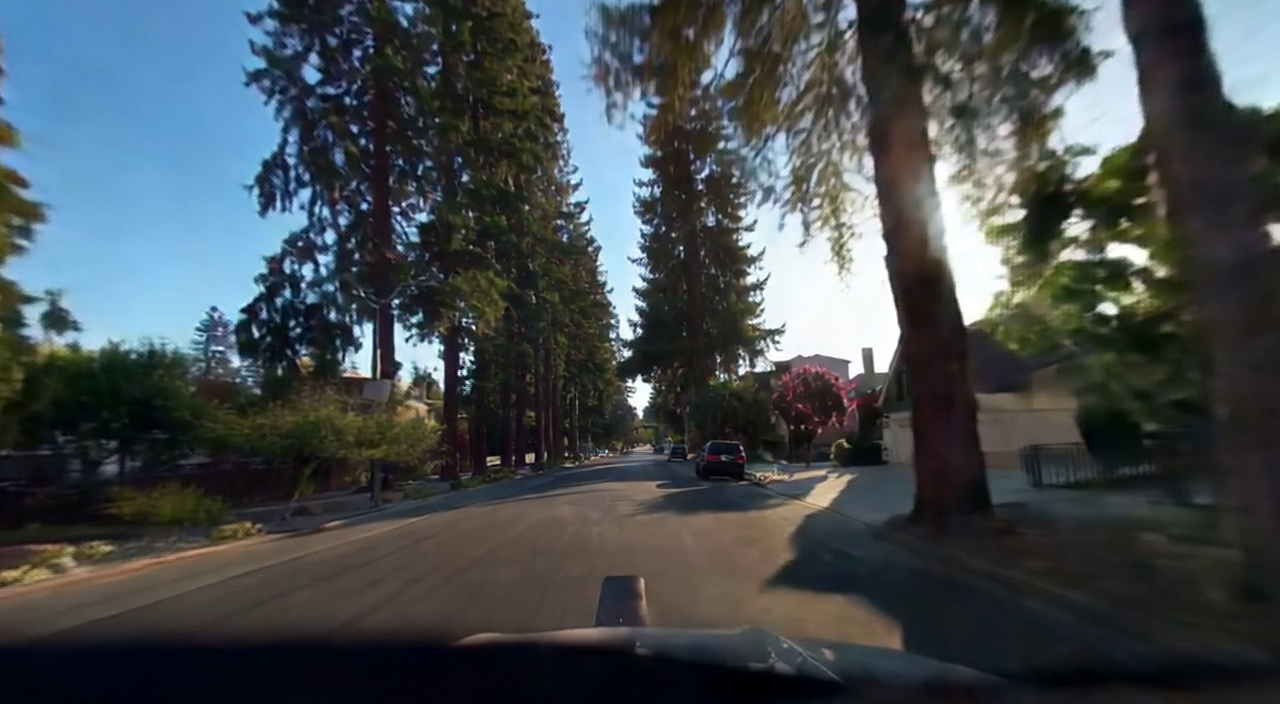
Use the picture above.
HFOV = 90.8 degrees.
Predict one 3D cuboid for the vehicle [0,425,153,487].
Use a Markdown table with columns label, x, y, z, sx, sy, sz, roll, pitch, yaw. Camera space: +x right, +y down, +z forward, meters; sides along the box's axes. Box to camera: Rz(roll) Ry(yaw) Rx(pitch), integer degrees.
| label | x | y | z | sx | sy | sz | roll | pitch | yaw |
| --- | --- | --- | --- | --- | --- | --- | --- | --- | --- |
| vehicle | -28.712 | 5.292 | 31.793 | 2.735 | 2.720 | 6.677 | -2 | -10 | 4 |

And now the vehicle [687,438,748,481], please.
| label | x | y | z | sx | sy | sz | roll | pitch | yaw |
| --- | --- | --- | --- | --- | --- | --- | --- | --- | --- |
| vehicle | 3.336 | 4.723 | 28.013 | 2.055 | 1.738 | 4.448 | 0 | -9 | -1 |
